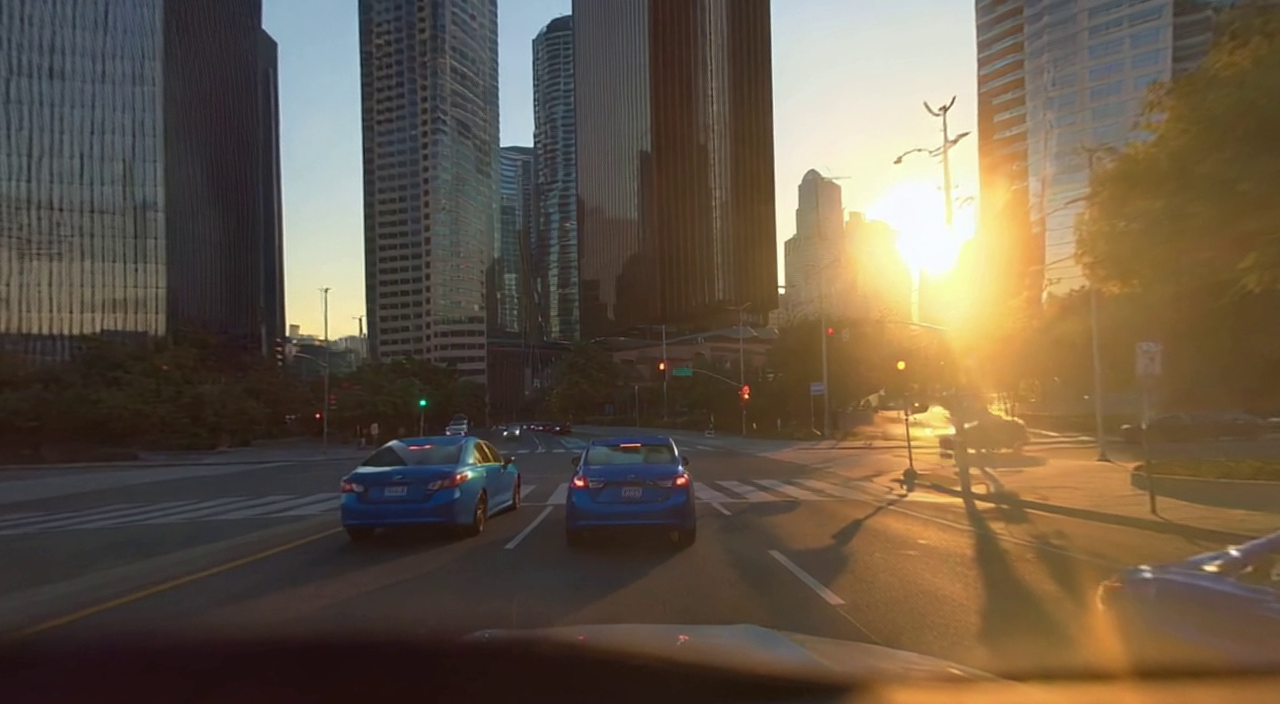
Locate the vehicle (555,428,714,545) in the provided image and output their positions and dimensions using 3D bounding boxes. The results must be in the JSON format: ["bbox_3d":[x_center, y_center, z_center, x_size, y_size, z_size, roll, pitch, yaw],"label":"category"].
[{"bbox_3d":[-0.138,2.000,10.018,2.016,1.478,3.795,0,-8,-2],"label":"vehicle"}]

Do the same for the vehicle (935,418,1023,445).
[{"bbox_3d":[24.654,5.803,46.071,5.201,1.894,2.178,0,-8,-3],"label":"vehicle"}]

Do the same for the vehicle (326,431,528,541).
[{"bbox_3d":[-3.307,2.169,10.969,1.995,1.479,4.627,0,-8,-1],"label":"vehicle"}]

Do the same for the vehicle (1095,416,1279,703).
[{"bbox_3d":[3.108,0.739,0.754,1.915,1.434,4.175,0,-8,-2],"label":"vehicle"}]
